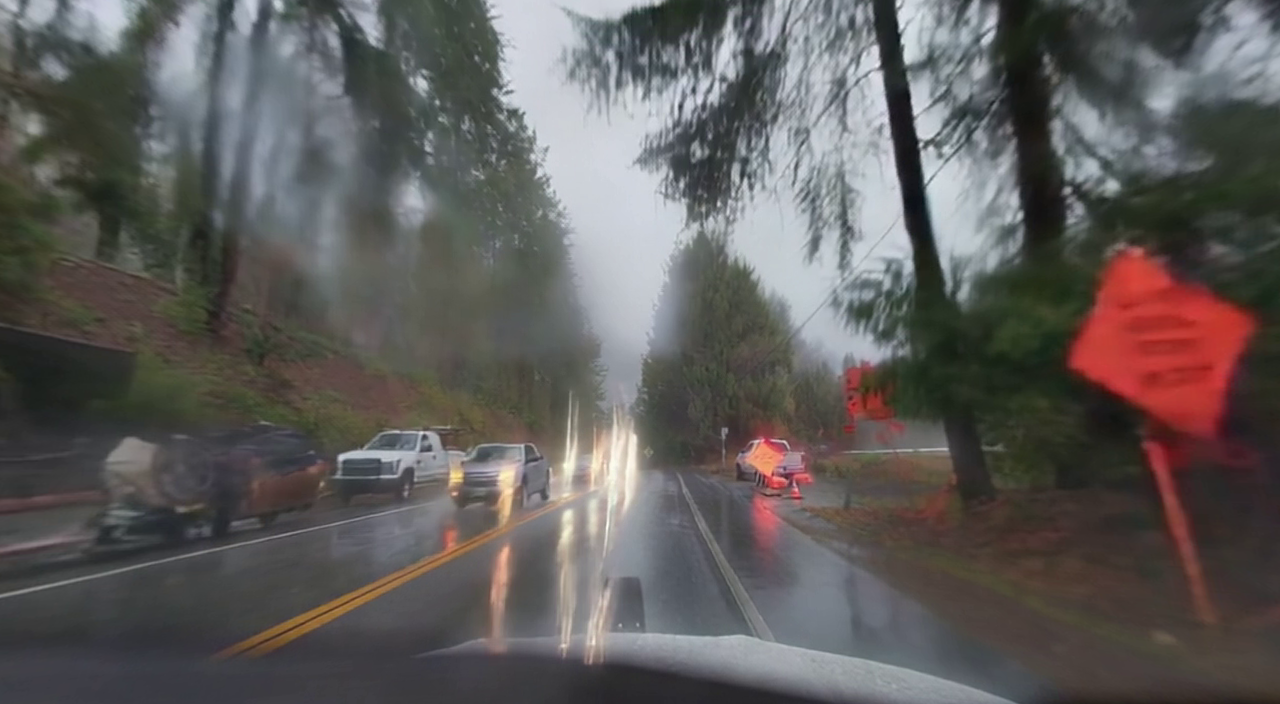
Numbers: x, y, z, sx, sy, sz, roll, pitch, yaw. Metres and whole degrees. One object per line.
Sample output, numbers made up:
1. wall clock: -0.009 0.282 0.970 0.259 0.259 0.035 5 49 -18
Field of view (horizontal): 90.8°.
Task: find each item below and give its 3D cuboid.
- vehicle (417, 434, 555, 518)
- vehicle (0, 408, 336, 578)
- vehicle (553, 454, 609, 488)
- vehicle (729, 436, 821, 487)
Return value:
1. vehicle: -3.716 3.084 16.339 2.177 1.803 4.690 0 -8 3
2. vehicle: -7.635 2.060 10.315 2.266 1.944 5.854 0 -8 2
3. vehicle: -2.648 5.478 29.331 1.981 1.410 4.162 -1 -9 4
4. vehicle: 5.964 4.951 29.052 2.845 2.053 6.457 0 -8 0
